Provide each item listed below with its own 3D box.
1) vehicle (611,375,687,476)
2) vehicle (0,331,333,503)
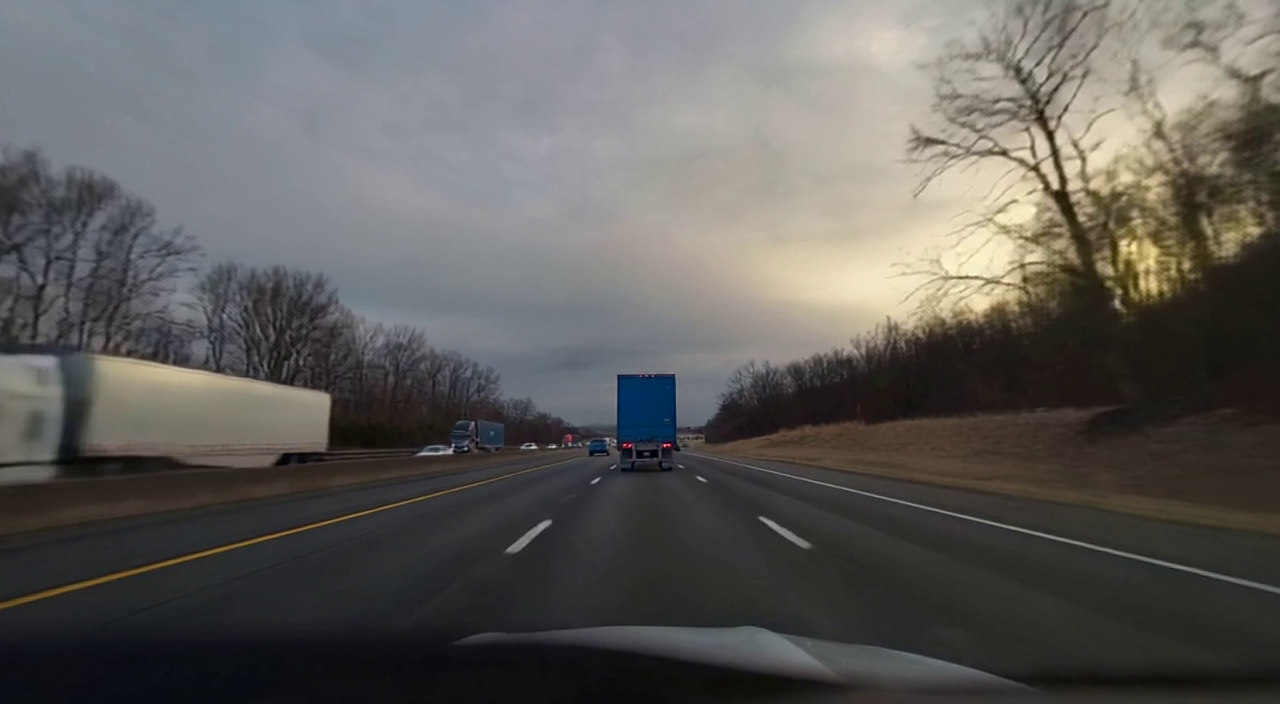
[{"bbox_3d":[0.378,3.694,30.377,3.010,4.039,10.481,0,-8,0],"label":"vehicle"},{"bbox_3d":[-16.655,2.662,22.617,2.959,4.021,16.514,0,-8,0],"label":"vehicle"}]
